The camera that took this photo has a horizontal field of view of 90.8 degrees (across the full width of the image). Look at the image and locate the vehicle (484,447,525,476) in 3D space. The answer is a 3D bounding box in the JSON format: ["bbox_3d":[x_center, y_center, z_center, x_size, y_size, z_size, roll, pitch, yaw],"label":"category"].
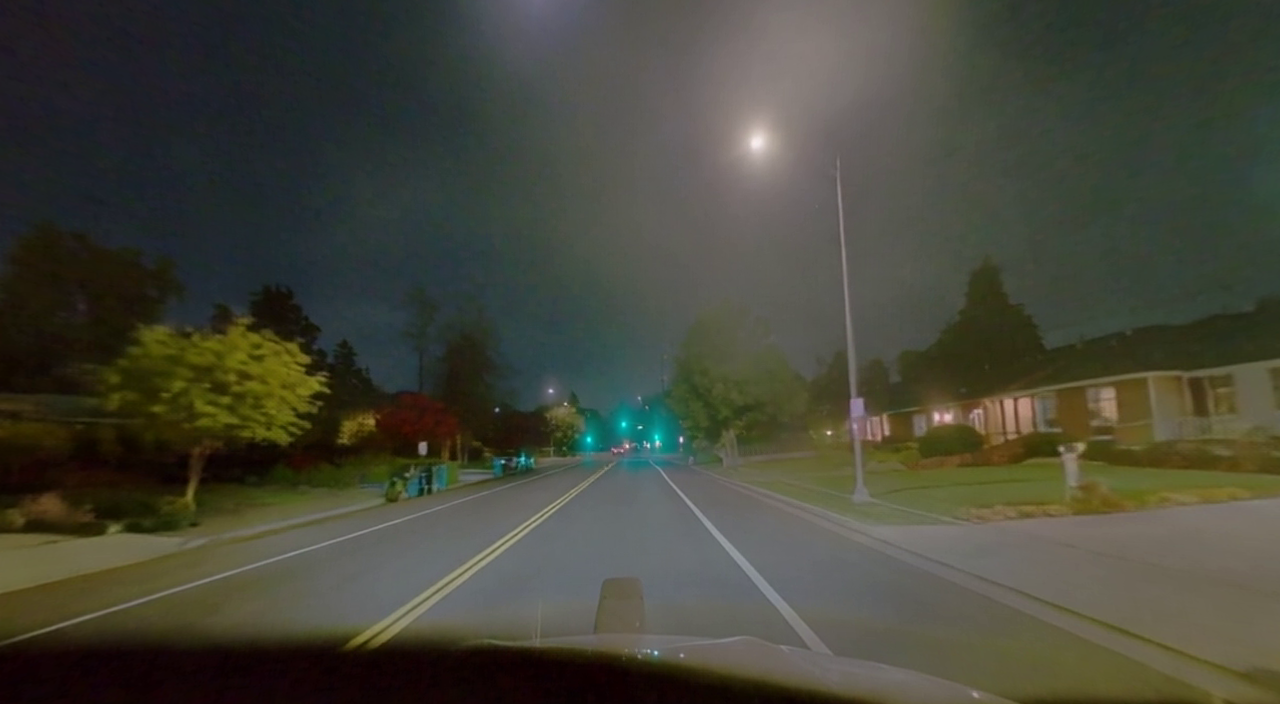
[{"bbox_3d":[-9.492,7.681,44.514,1.998,1.689,4.384,-4,-8,-2],"label":"vehicle"}]
